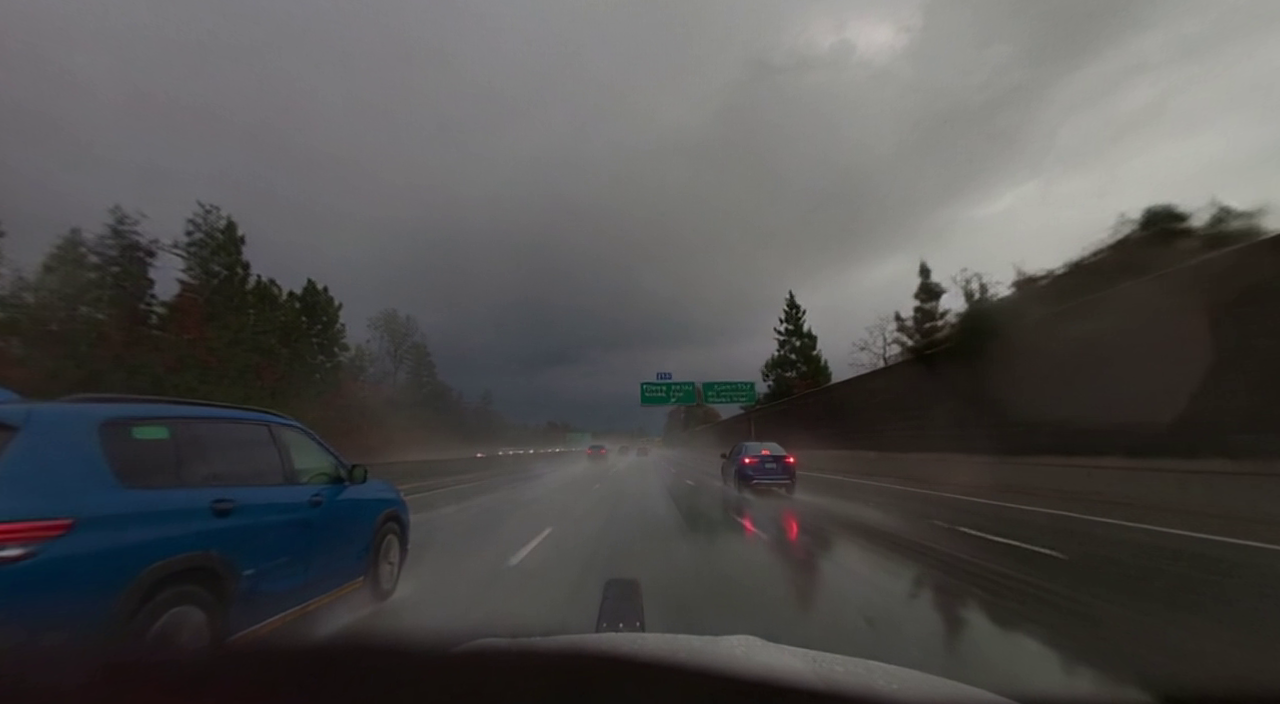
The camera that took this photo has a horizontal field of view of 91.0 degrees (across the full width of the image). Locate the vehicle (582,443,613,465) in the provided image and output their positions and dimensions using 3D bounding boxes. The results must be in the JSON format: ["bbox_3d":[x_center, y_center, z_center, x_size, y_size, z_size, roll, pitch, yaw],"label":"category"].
[{"bbox_3d":[-3.160,7.748,47.789,2.030,1.563,4.389,0,-9,0],"label":"vehicle"}]

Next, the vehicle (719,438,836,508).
[{"bbox_3d":[3.255,2.959,15.860,1.979,1.486,4.125,0,-9,-1],"label":"vehicle"}]

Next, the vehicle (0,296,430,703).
[{"bbox_3d":[-3.156,0.974,3.894,2.137,1.756,4.453,0,-8,0],"label":"vehicle"}]
